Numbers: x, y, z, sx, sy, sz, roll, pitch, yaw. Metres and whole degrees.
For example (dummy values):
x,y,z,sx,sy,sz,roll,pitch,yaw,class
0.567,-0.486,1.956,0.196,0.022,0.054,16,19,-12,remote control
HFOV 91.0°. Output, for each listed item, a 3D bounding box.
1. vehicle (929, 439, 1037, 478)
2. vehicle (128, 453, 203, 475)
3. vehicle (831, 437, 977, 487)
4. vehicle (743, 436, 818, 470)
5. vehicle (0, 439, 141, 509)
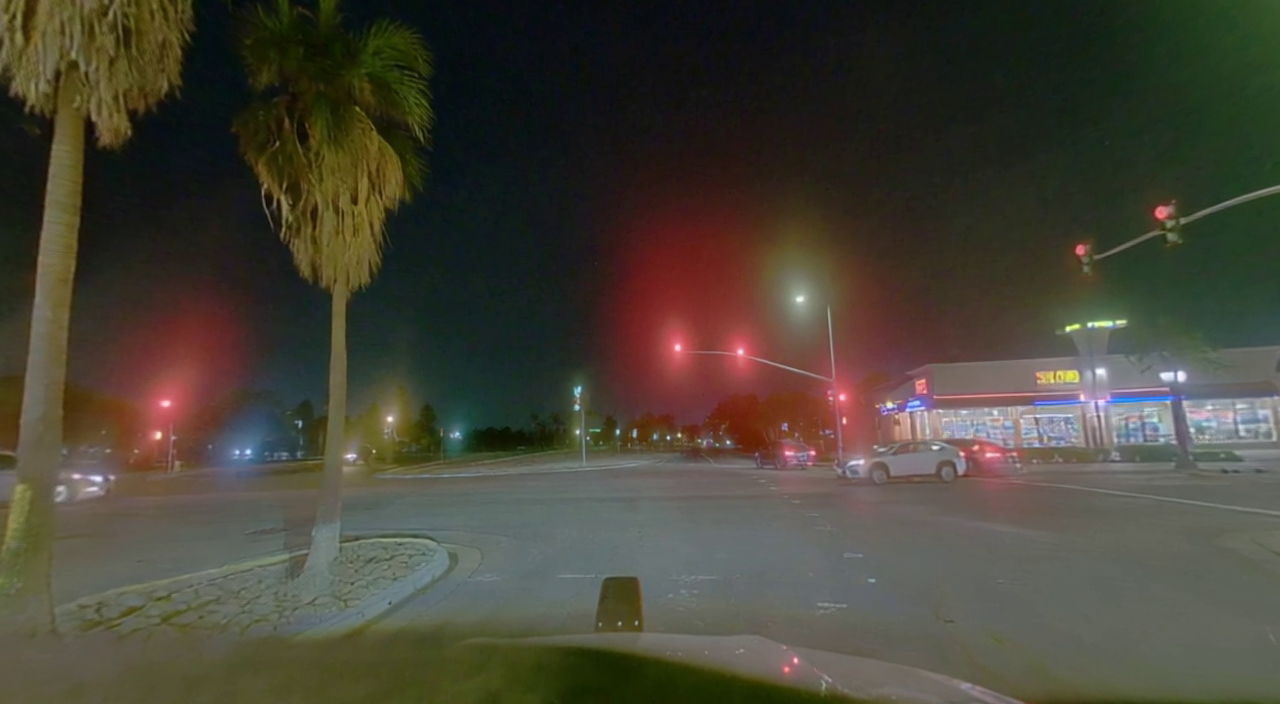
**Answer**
x,y,z,sx,sy,sz,roll,pitch,yaw,class
14.706,4.561,27.269,3.826,1.572,1.890,-3,-9,22,vehicle
-37.199,8.802,49.560,2.160,1.565,4.868,0,-8,-1,vehicle
8.698,3.622,20.909,4.035,1.512,1.828,2,-9,-10,vehicle
7.493,5.436,34.064,1.867,1.653,4.596,3,-9,-18,vehicle
-15.982,3.054,16.003,4.603,1.653,1.999,2,-9,-14,vehicle
